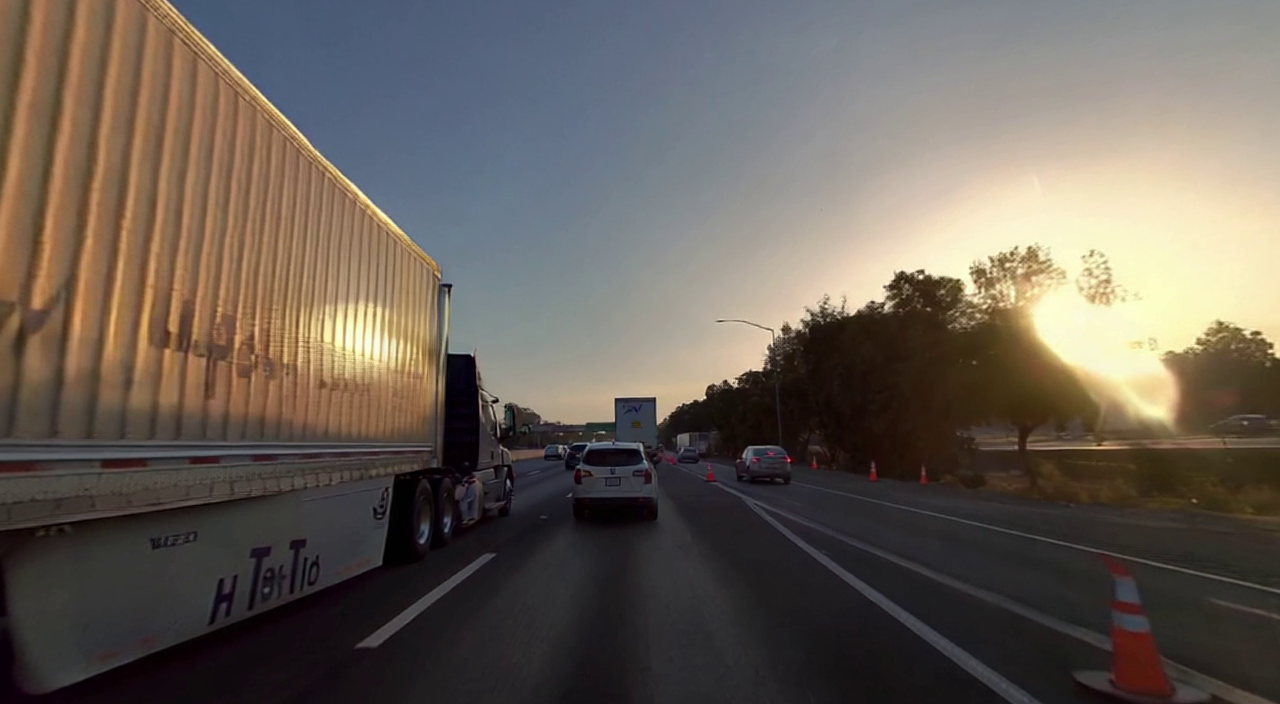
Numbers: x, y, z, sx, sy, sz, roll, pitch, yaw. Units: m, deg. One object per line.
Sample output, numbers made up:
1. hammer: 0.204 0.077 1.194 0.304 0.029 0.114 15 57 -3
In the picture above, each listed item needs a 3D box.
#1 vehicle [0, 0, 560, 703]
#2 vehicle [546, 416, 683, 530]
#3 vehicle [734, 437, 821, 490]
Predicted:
1. vehicle: -3.715 0.617 9.285 2.857 4.063 16.026 0 -8 1
2. vehicle: -0.377 2.222 11.988 2.152 1.779 3.924 0 -9 1
3. vehicle: 4.525 3.725 21.361 1.937 1.601 3.798 0 -9 -3
